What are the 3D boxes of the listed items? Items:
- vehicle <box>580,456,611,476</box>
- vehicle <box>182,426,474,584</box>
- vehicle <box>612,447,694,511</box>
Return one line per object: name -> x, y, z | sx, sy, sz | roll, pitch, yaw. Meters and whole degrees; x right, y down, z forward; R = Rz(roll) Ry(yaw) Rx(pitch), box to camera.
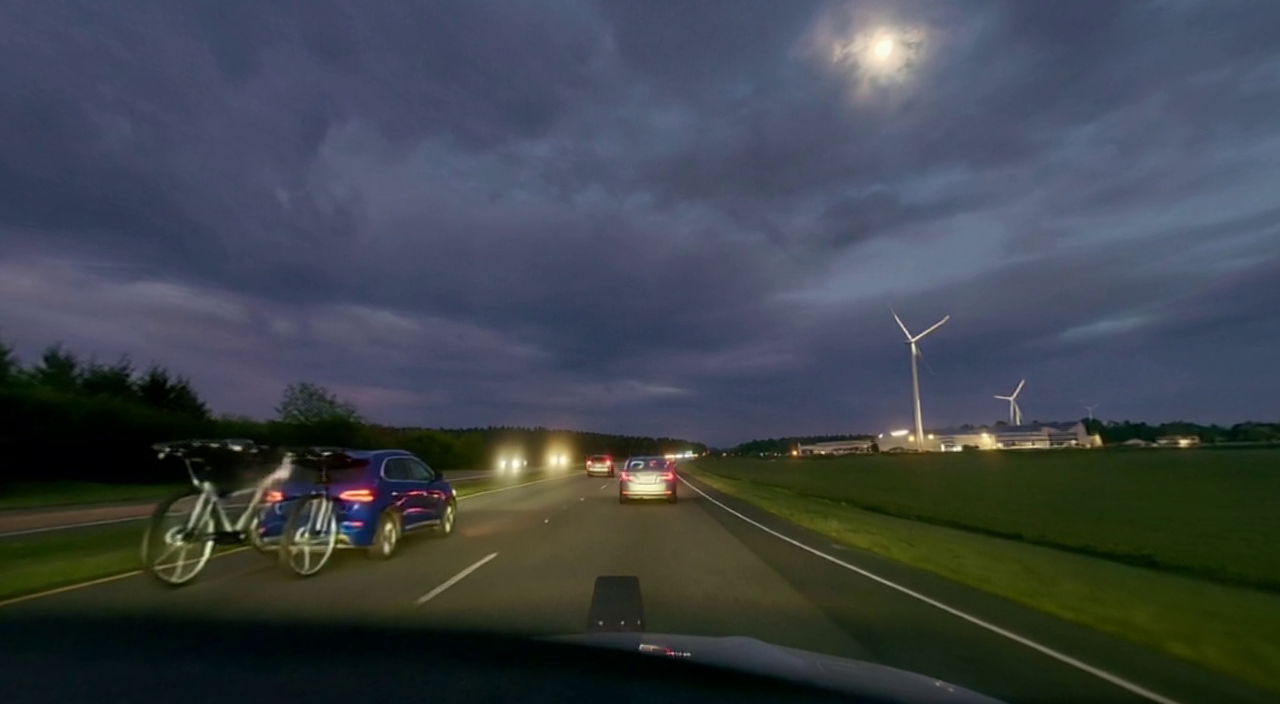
vehicle -> -3.414, 8.879, 49.220 | 2.059, 1.455, 4.205 | 0, -9, 1
vehicle -> -3.915, 1.992, 8.898 | 1.962, 1.681, 4.033 | 0, -9, 1
vehicle -> 0.349, 3.546, 17.973 | 2.063, 1.582, 3.955 | 0, -9, 1
